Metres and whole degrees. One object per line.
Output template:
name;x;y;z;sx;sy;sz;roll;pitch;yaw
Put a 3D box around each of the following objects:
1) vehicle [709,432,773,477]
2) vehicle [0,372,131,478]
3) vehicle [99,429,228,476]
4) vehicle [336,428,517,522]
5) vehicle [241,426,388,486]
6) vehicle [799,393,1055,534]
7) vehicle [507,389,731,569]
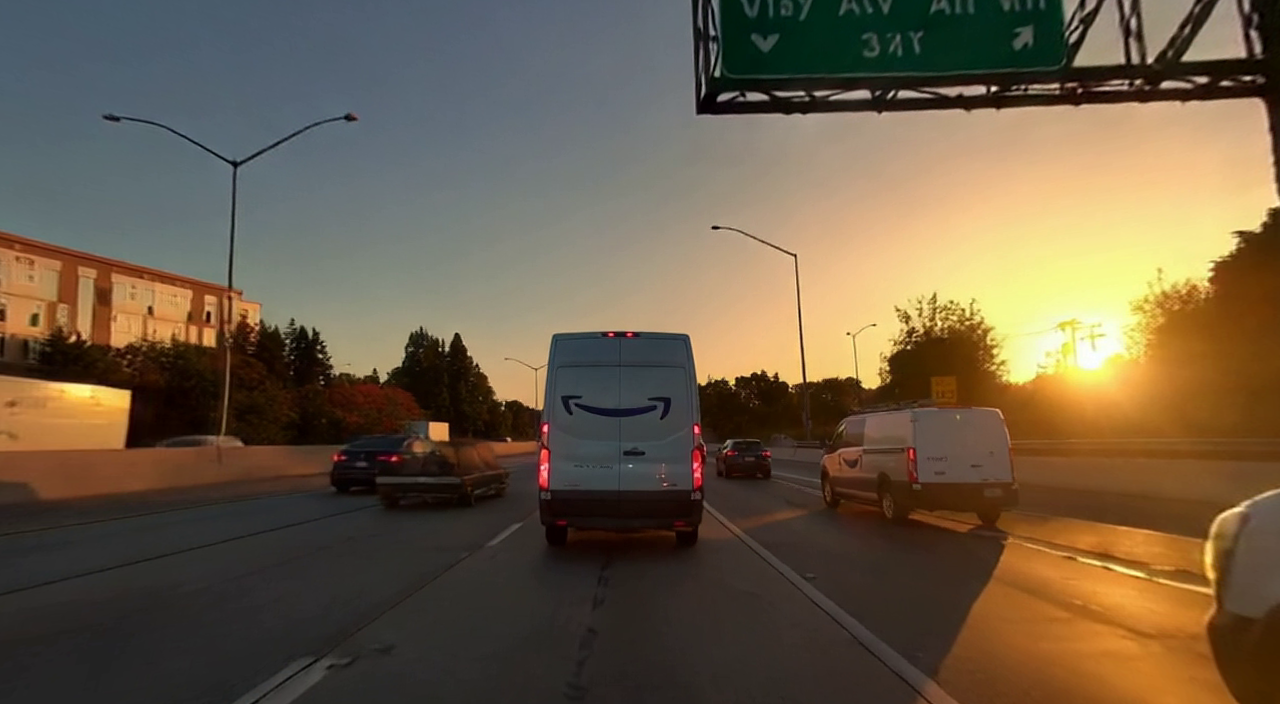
vehicle;4.183;4.351;26.868;2.064;1.720;4.416;0;-8;1
vehicle;-22.979;2.529;21.703;3.003;3.521;9.197;0;-9;1
vehicle;-15.833;3.351;21.158;1.578;1.432;3.491;0;-9;0
vehicle;-3.913;2.328;12.494;1.983;1.496;4.371;0;-8;1
vehicle;-10.397;3.365;20.657;2.191;1.708;4.784;0;-8;1
vehicle;4.794;1.990;11.741;2.179;1.999;5.331;1;-9;-1
vehicle;-0.205;1.627;8.732;2.287;1.823;4.369;0;-9;0
